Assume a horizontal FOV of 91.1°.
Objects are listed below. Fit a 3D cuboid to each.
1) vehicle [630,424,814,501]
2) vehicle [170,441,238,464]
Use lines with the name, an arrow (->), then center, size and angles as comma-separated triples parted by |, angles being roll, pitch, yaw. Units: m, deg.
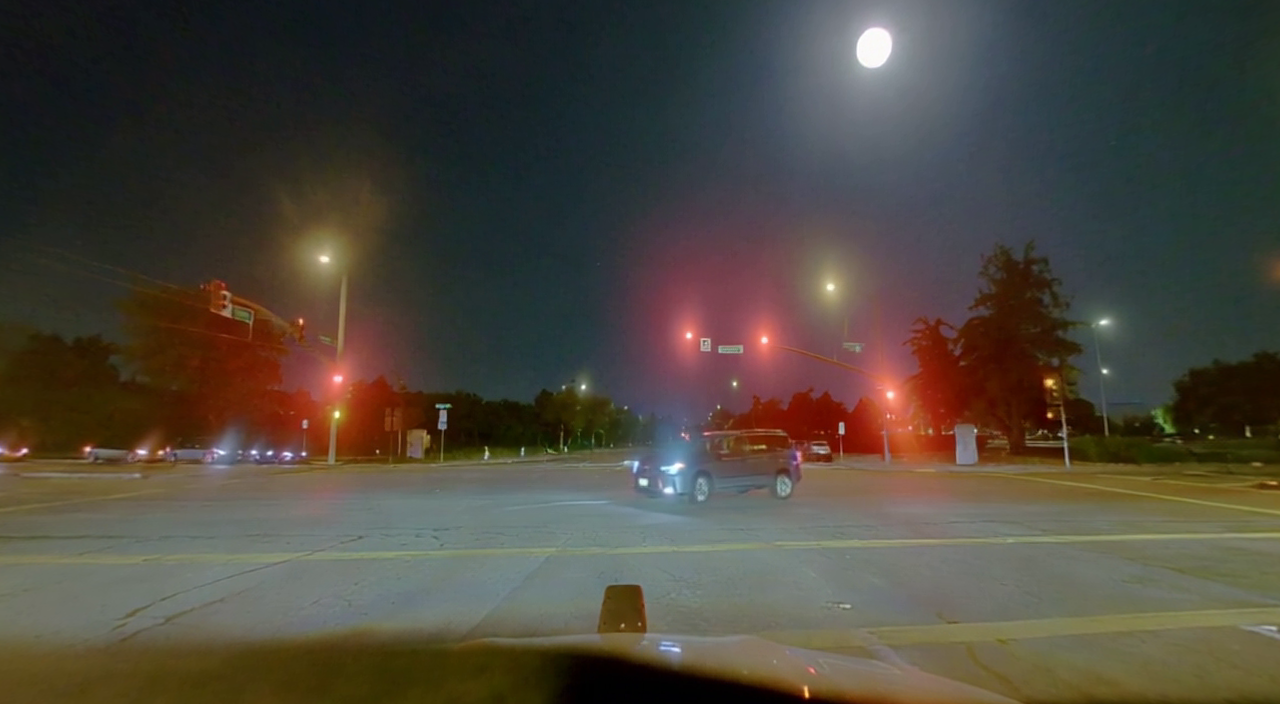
vehicle -> 2.231, 2.898, 16.866 | 4.580, 1.768, 2.134 | 5, -10, -32
vehicle -> -29.114, 6.698, 42.045 | 1.696, 1.431, 3.686 | -1, -8, 3
